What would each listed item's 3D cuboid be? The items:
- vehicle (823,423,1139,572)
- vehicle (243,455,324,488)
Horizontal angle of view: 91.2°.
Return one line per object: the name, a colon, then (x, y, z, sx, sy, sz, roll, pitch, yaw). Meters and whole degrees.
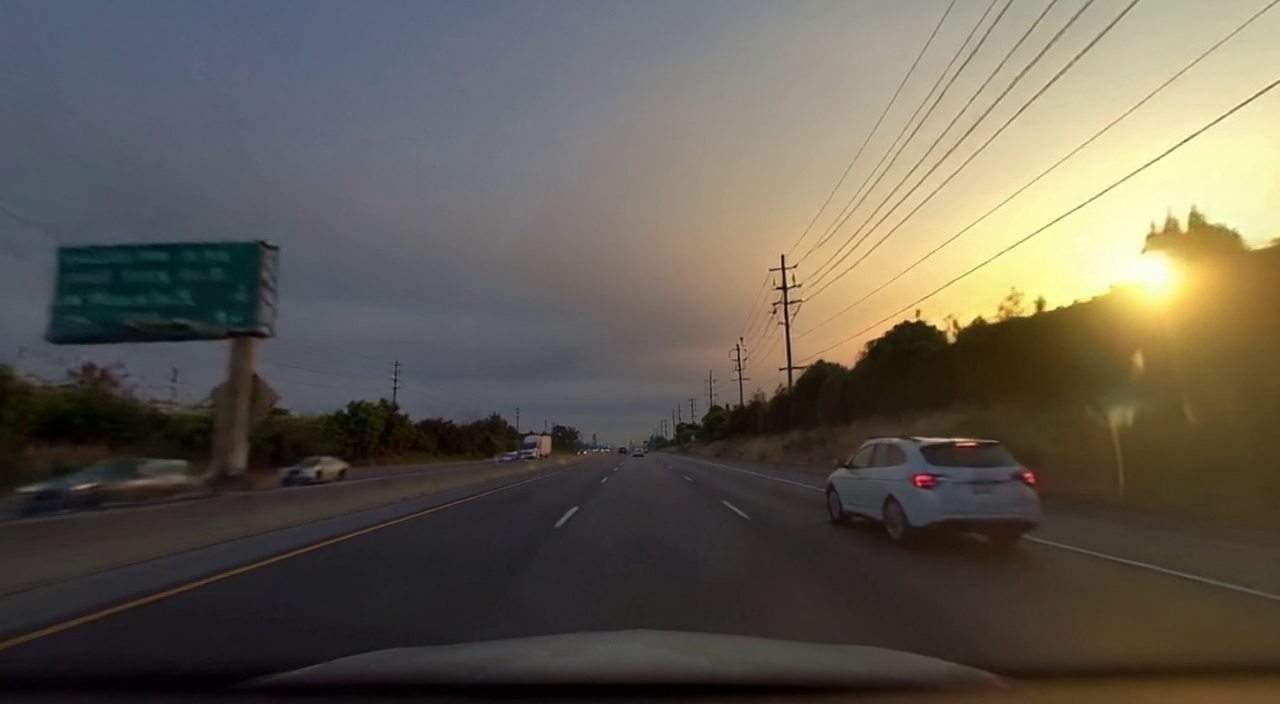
vehicle: (4.256, 1.870, 8.801, 2.054, 1.565, 4.089, 0, -9, -1)
vehicle: (-19.373, 6.463, 34.251, 1.907, 1.622, 4.260, 0, -9, 0)
